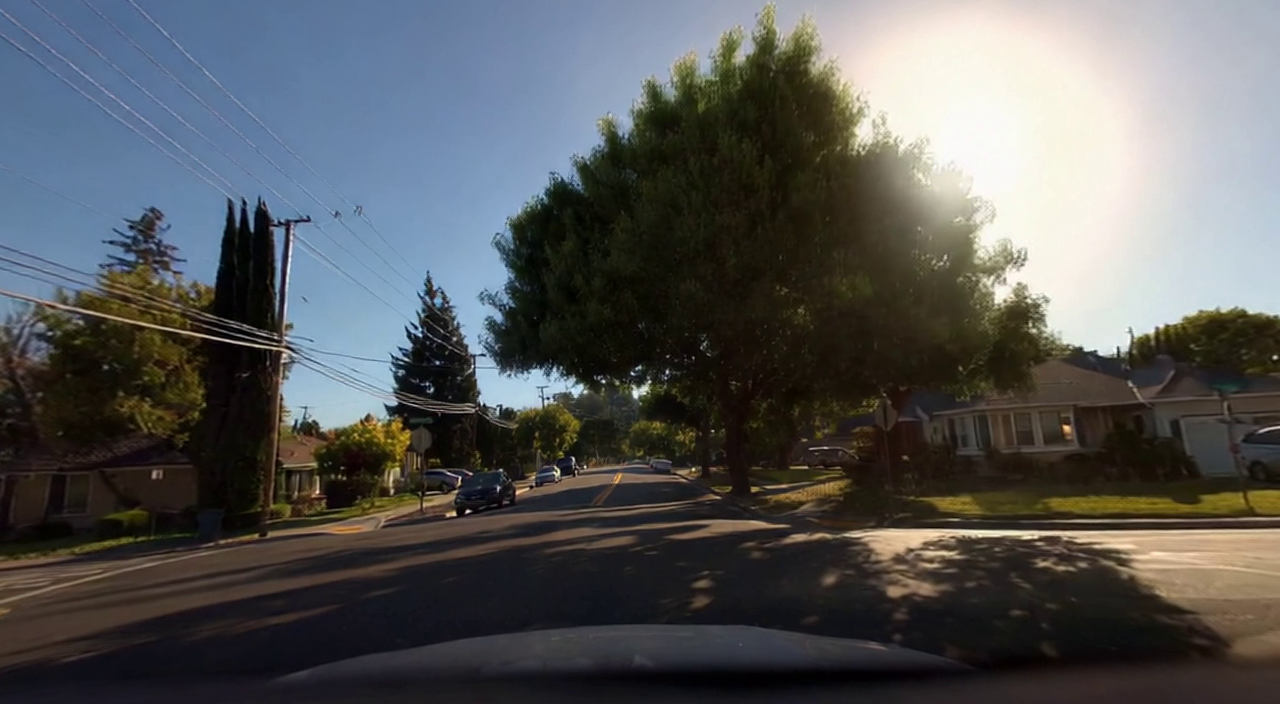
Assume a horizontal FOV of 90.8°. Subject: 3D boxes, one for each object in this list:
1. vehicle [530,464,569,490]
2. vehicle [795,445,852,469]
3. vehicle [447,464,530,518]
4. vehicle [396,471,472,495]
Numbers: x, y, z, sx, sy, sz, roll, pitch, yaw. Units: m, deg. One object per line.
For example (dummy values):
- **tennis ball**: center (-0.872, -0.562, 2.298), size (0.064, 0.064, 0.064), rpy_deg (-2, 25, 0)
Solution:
- **vehicle**: center (-6.596, 9.136, 46.373), size (2.133, 1.525, 4.401), rpy_deg (-4, -9, 0)
- **vehicle**: center (12.429, 7.157, 42.915), size (3.563, 1.551, 1.916), rpy_deg (-2, -9, 13)
- **vehicle**: center (-6.211, 5.720, 26.491), size (2.149, 1.823, 4.613), rpy_deg (-6, -10, 1)
- **vehicle**: center (-14.218, 9.027, 43.605), size (4.601, 1.486, 1.876), rpy_deg (-2, -9, 12)
